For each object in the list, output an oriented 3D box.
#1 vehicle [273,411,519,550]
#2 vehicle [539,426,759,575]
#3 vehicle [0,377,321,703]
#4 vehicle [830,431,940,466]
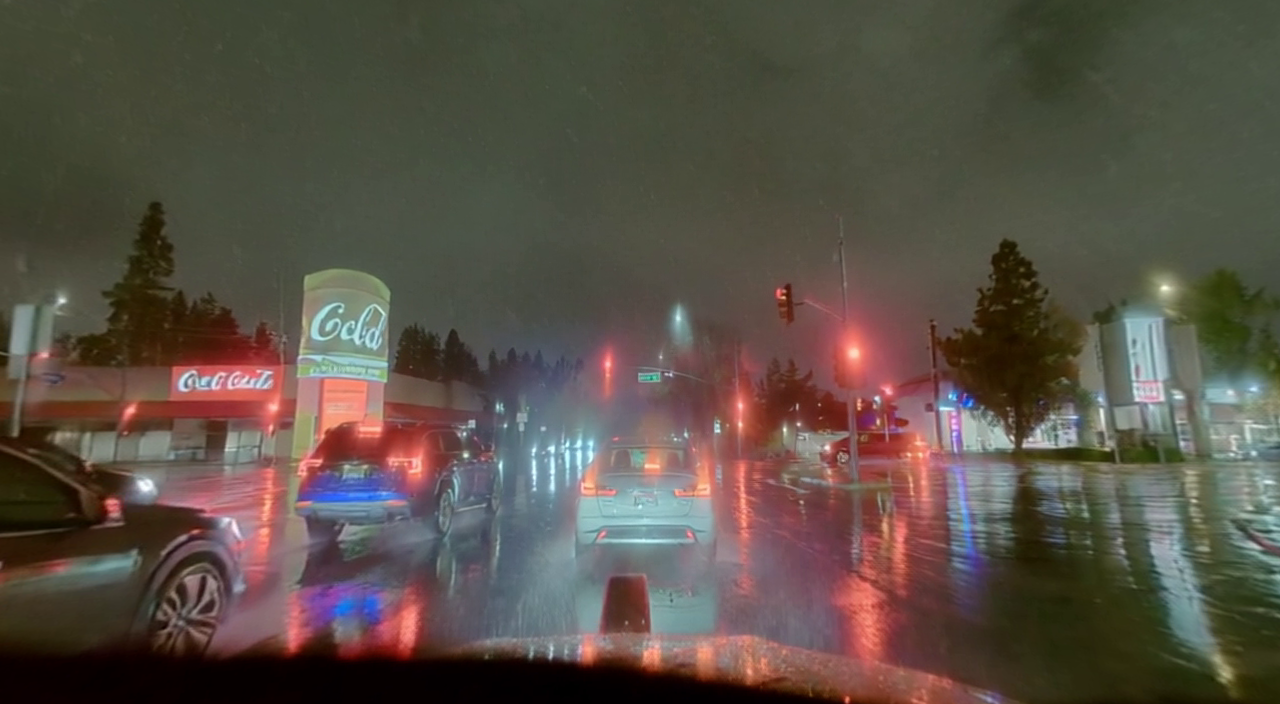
[{"bbox_3d":[-3.443,1.899,9.974,2.009,1.704,4.230,-1,-8,3],"label":"vehicle"},{"bbox_3d":[0.174,1.820,8.501,2.258,1.507,3.896,-1,-8,3],"label":"vehicle"},{"bbox_3d":[-3.330,0.860,2.277,2.029,1.517,4.375,0,-8,0],"label":"vehicle"},{"bbox_3d":[12.960,5.128,33.593,5.032,1.762,1.982,0,-8,0],"label":"vehicle"}]
